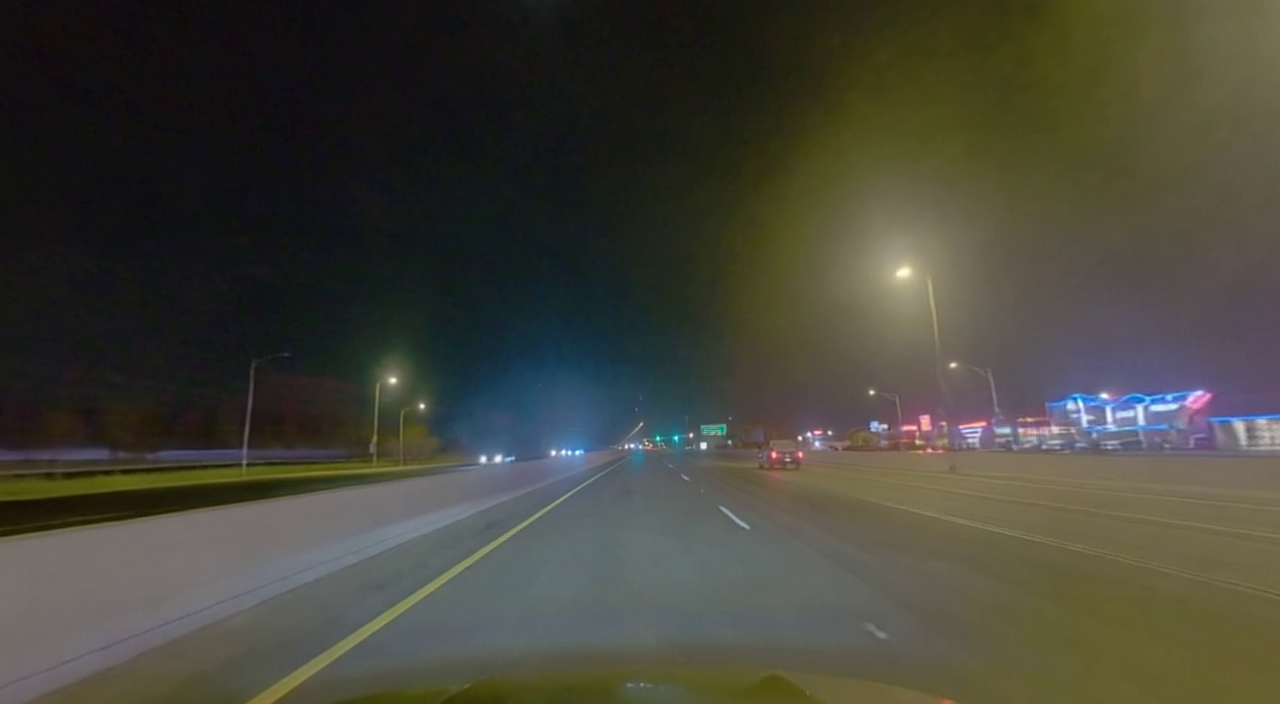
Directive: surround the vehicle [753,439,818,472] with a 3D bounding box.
[{"bbox_3d":[7.338,5.297,32.316,2.079,1.518,5.032,0,-8,-1],"label":"vehicle"}]
